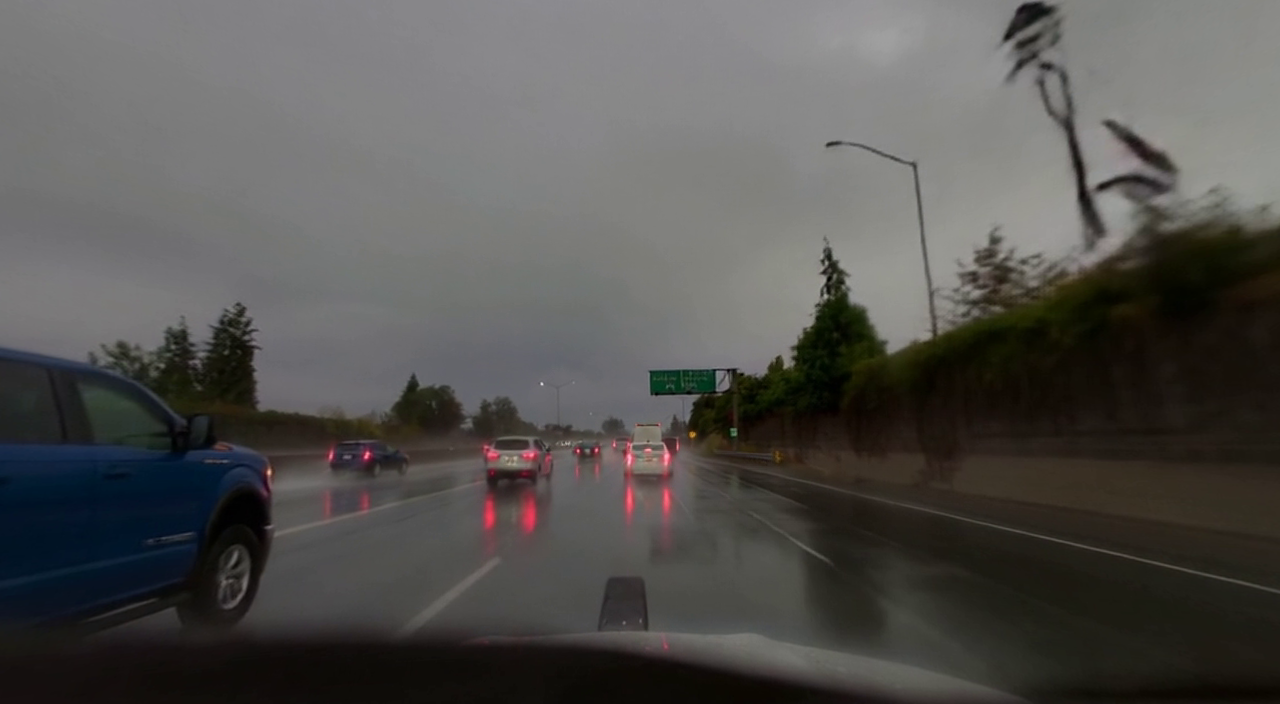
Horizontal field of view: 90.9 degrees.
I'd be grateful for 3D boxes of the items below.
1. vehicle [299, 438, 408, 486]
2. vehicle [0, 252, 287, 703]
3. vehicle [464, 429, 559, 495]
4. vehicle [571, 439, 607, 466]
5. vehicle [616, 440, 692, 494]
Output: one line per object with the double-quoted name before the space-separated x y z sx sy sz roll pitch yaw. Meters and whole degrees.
"vehicle" -10.511 4.045 23.558 1.941 1.602 4.277 0 -8 2
"vehicle" -3.507 0.494 1.055 2.269 2.060 5.933 0 -8 1
"vehicle" -3.708 3.248 18.979 1.903 1.721 4.210 0 -8 1
"vehicle" -3.217 6.391 40.346 1.897 1.646 4.049 0 -8 1
"vehicle" 0.380 3.406 19.096 2.054 1.421 4.090 0 -8 0
